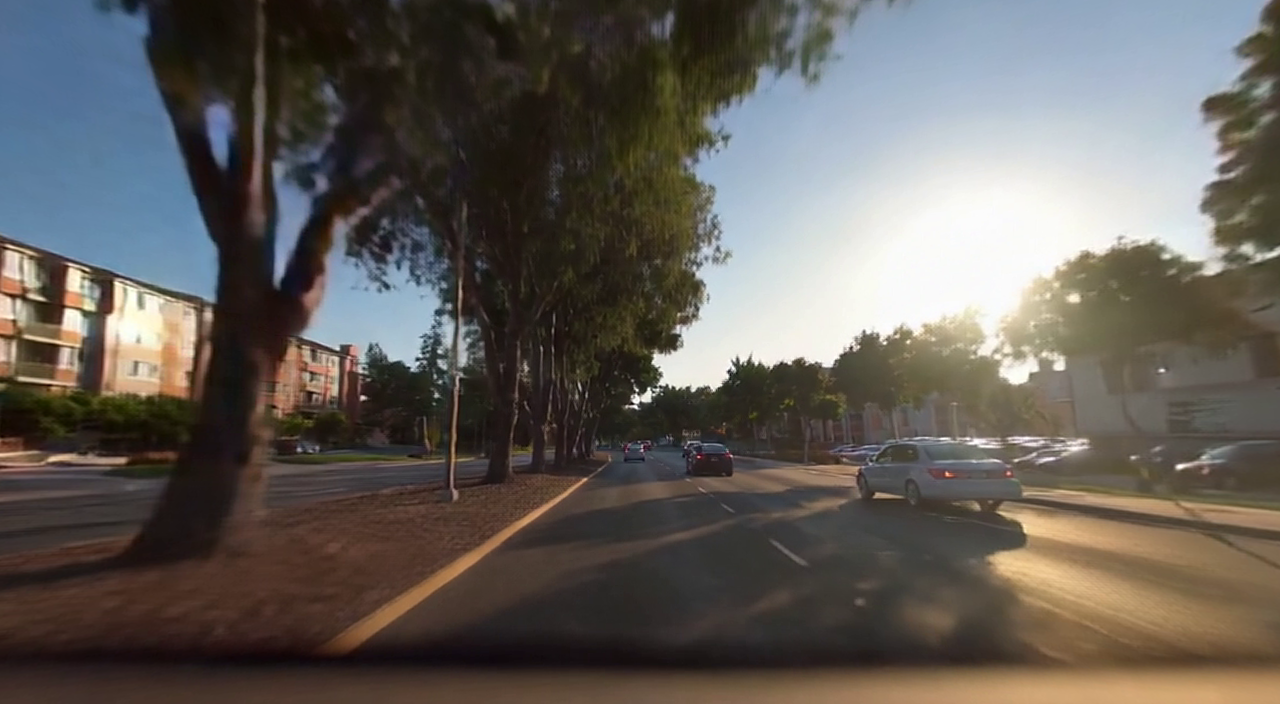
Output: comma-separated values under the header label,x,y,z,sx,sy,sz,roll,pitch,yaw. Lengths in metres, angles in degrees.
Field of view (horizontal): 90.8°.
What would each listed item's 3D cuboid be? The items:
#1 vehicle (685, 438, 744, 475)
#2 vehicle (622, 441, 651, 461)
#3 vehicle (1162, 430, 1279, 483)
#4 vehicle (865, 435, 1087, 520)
label,x,y,z,sx,sy,sz,roll,pitch,yaw
vehicle,3.325,4.760,29.063,1.953,1.514,4.672,0,-8,-2
vehicle,-0.287,7.357,47.095,2.095,1.456,3.873,0,-8,-1
vehicle,20.915,3.527,21.431,4.646,1.690,1.971,0,-8,-1
vehicle,6.947,2.614,13.840,2.098,1.507,4.655,0,-8,-3
